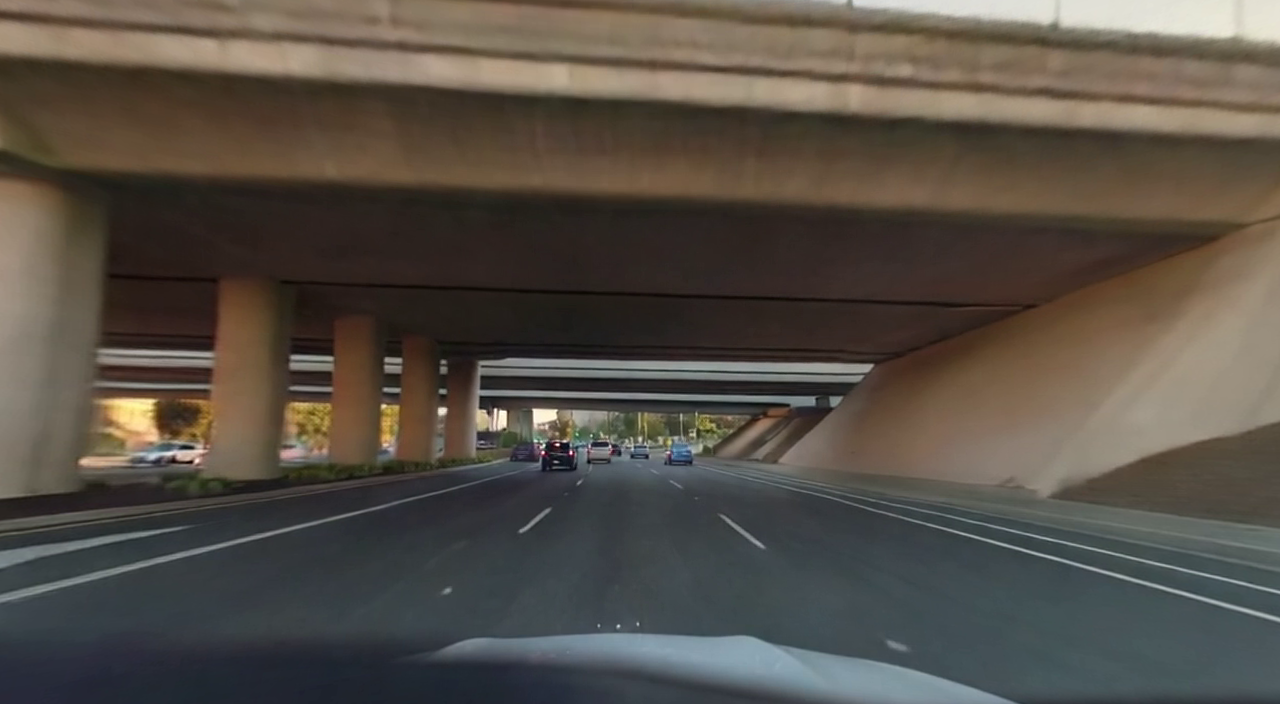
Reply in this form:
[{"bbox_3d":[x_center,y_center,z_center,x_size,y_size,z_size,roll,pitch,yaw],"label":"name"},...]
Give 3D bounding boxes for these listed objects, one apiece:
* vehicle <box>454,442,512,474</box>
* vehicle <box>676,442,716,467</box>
[{"bbox_3d":[-7.987,5.427,32.530,2.007,1.519,4.366,0,-9,-2],"label":"vehicle"},{"bbox_3d":[3.916,7.220,44.733,2.377,1.678,4.353,0,-9,-1],"label":"vehicle"}]
